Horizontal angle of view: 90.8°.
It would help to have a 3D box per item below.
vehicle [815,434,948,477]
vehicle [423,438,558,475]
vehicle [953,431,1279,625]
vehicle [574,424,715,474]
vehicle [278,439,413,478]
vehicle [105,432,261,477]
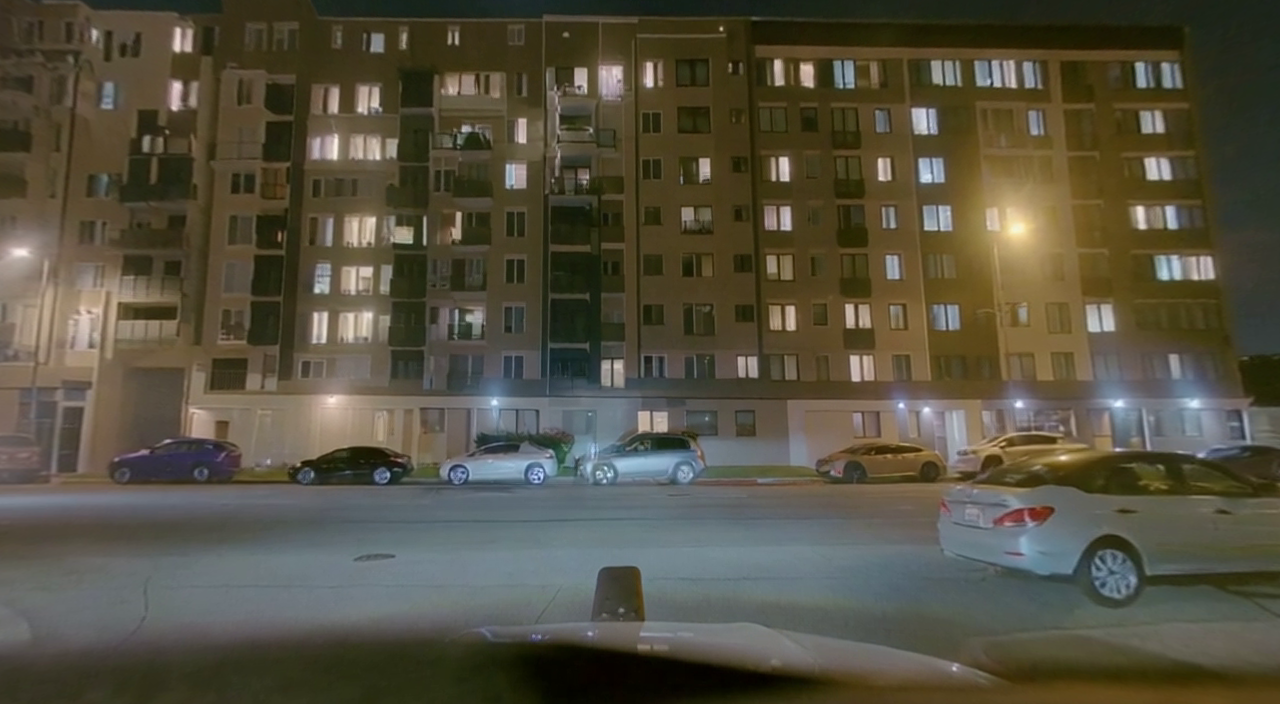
[{"bbox_3d":[9.494,4.074,25.079,4.521,1.411,1.726,-2,-7,-4],"label":"vehicle"},{"bbox_3d":[-5.723,4.087,24.663,4.851,1.339,1.785,0,-11,-2],"label":"vehicle"},{"bbox_3d":[5.934,1.558,6.155,4.714,1.471,1.978,-1,-5,1],"label":"vehicle"},{"bbox_3d":[0.105,3.846,24.888,5.299,1.860,2.098,1,-10,-4],"label":"vehicle"},{"bbox_3d":[-11.347,4.114,24.611,4.336,1.438,1.776,0,-8,-3],"label":"vehicle"},{"bbox_3d":[-17.472,3.935,24.362,4.426,1.641,1.889,0,-9,-5],"label":"vehicle"}]
